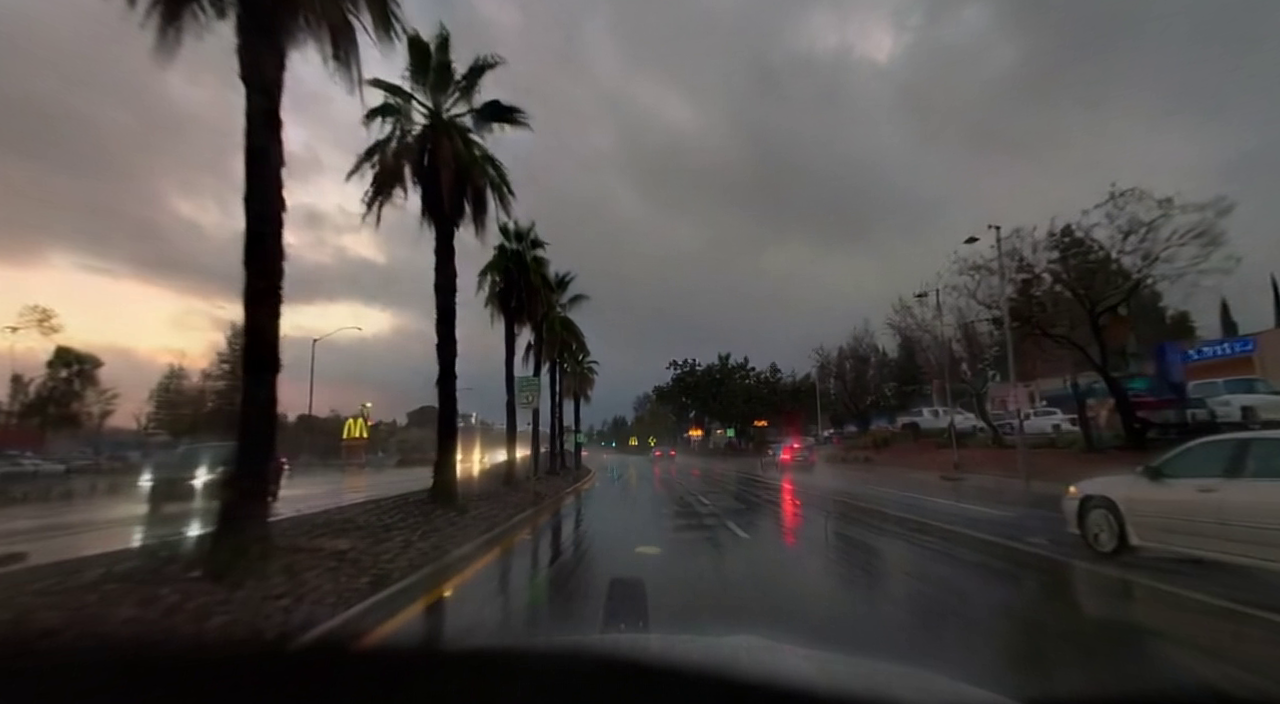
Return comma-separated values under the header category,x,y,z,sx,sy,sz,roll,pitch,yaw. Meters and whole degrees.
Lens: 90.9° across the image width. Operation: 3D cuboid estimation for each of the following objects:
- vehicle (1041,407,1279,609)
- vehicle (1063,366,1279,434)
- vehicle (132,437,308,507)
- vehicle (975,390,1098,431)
category,x,y,z,sx,sy,sz,roll,pitch,yaw
vehicle,6.426,1.436,6.170,2.124,1.687,4.266,0,-8,-1
vehicle,18.105,1.673,21.335,5.817,1.906,2.230,-1,-11,0
vehicle,-12.932,3.687,19.953,2.210,1.889,4.934,0,-8,-1
vehicle,18.092,2.692,28.929,4.237,1.573,2.011,-3,-6,-1
